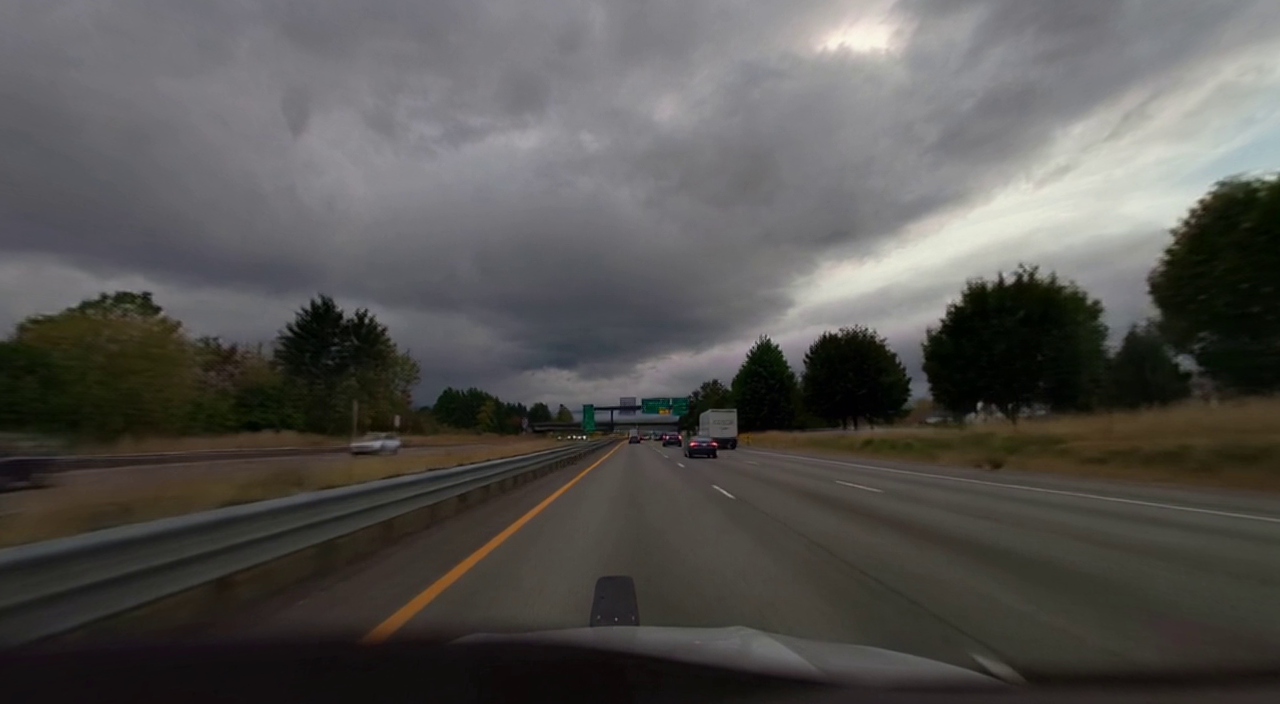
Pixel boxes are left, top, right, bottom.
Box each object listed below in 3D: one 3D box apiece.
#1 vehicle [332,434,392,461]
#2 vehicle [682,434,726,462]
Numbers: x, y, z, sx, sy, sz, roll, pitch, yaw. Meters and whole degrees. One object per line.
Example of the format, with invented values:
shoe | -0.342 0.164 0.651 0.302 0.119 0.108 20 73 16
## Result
vehicle | -17.017 5.835 38.763 1.831 1.586 4.051 0 -8 0
vehicle | 3.678 5.587 36.972 1.986 1.501 4.529 0 -8 -2
